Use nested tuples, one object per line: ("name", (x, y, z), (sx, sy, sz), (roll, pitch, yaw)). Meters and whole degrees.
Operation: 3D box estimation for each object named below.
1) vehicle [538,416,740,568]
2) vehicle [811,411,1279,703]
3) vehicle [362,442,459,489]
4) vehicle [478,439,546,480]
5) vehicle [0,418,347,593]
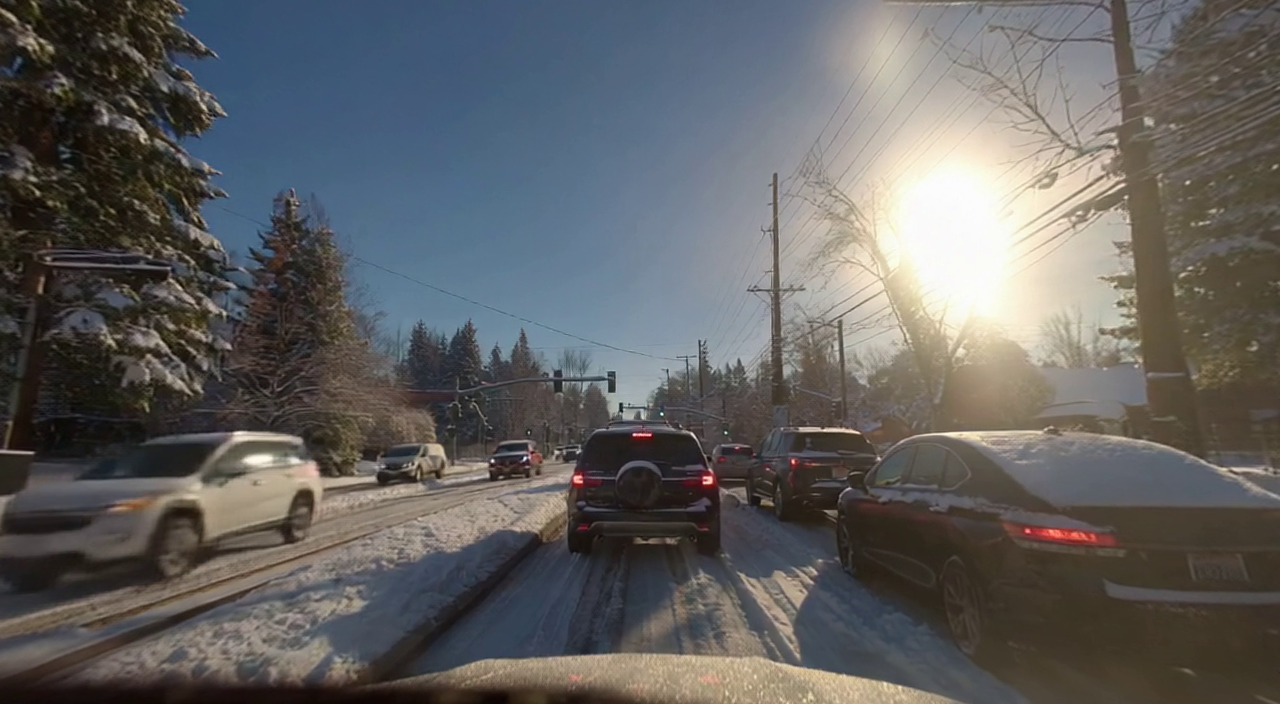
("vehicle", (0.002, 1.845, 9.042), (2.200, 1.653, 4.127), (0, -8, 0))
("vehicle", (2.881, 1.313, 4.832), (1.950, 1.487, 4.275), (0, -8, 0))
("vehicle", (-9.763, 4.846, 27.366), (2.230, 1.831, 4.941), (0, -8, 2))
("vehicle", (-6.251, 5.319, 31.485), (2.328, 1.861, 4.891), (0, -8, 1))
("vehicle", (-6.185, 1.882, 8.675), (2.068, 1.739, 4.572), (0, -8, 0))
